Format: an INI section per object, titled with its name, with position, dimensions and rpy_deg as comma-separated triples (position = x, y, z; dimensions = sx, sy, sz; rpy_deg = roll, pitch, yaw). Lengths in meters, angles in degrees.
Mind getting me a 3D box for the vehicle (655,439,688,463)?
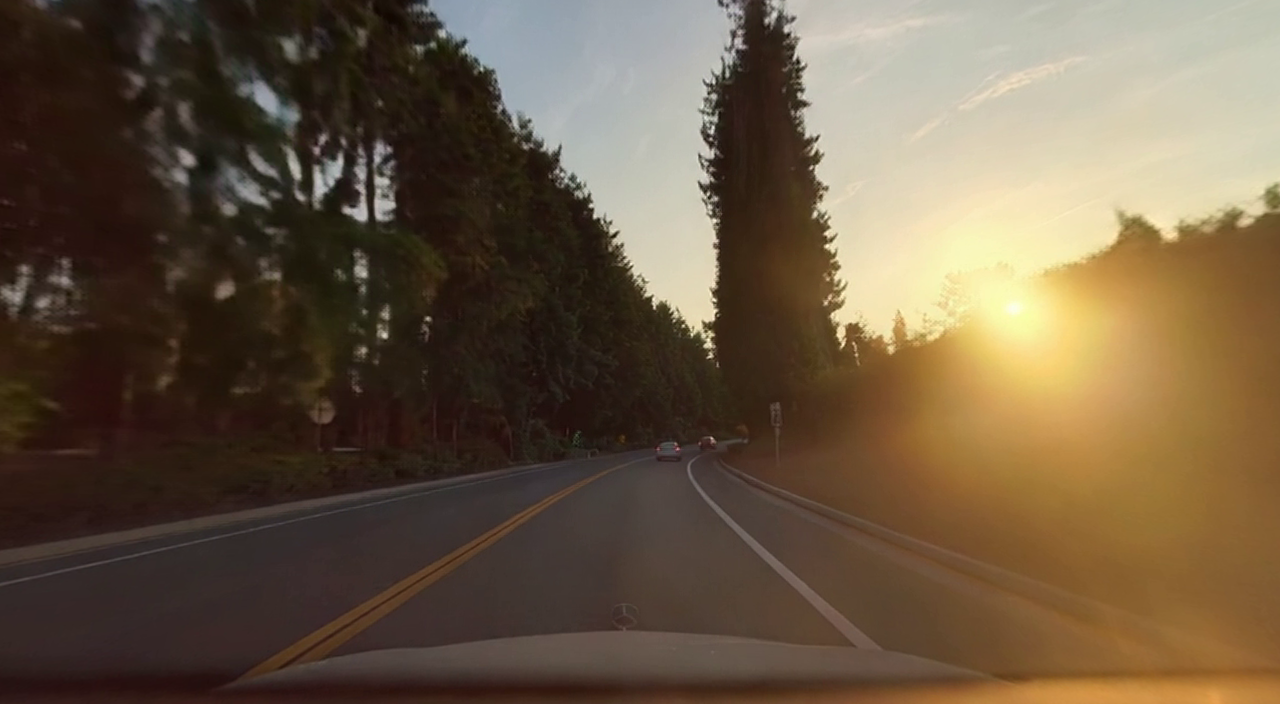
[vehicle]
position = 2.176, 6.631, 42.405
dimensions = 2.071, 1.474, 4.047
rpy_deg = -1, -8, 5
